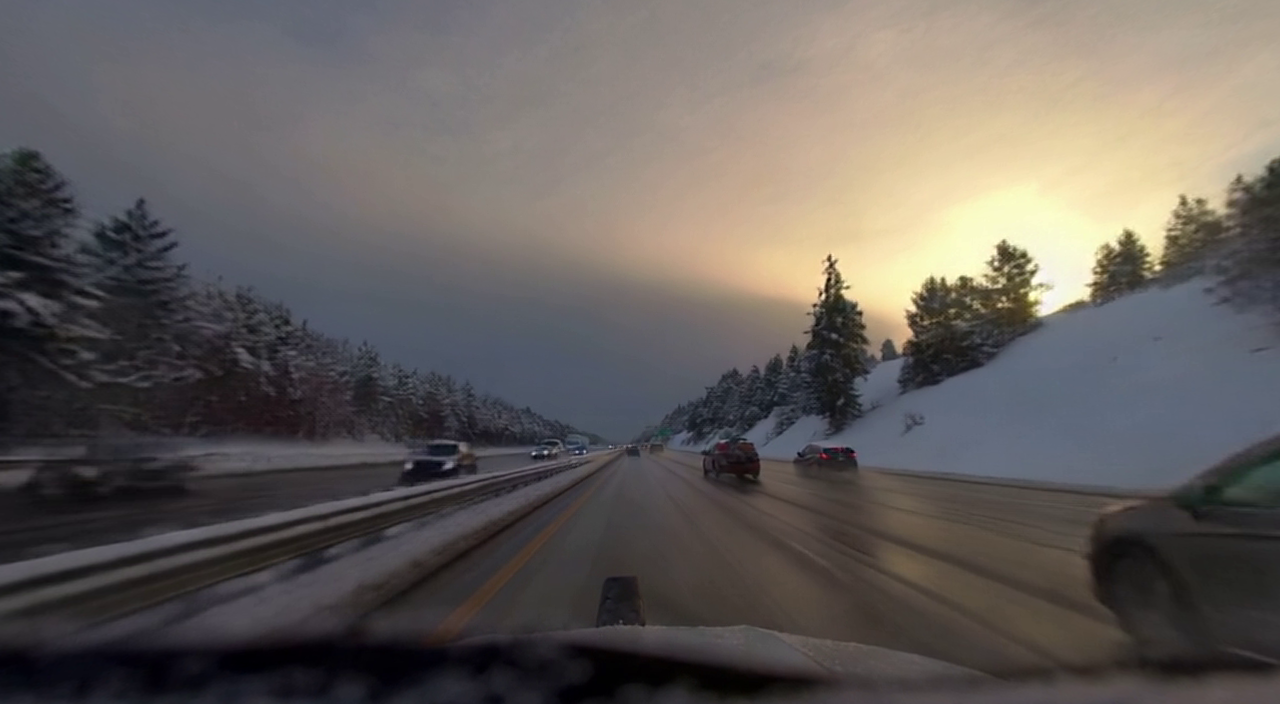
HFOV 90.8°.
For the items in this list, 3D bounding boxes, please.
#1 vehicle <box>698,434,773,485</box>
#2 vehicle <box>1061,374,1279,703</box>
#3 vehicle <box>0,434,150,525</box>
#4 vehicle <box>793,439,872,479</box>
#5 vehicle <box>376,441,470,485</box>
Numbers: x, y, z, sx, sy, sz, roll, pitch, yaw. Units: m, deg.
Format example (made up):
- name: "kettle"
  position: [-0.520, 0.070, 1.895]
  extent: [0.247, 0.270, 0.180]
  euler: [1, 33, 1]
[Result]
- name: "vehicle"
  position: [3.554, 4.115, 24.410]
  extent: [2.070, 1.751, 4.576]
  euler: [0, -9, -1]
- name: "vehicle"
  position: [3.625, 0.769, 1.736]
  extent: [2.023, 1.603, 4.159]
  euler: [0, -9, 0]
- name: "vehicle"
  position: [-11.734, 2.273, 11.403]
  extent: [1.898, 1.506, 4.812]
  euler: [0, -9, -1]
- name: "vehicle"
  position: [8.548, 4.771, 28.442]
  extent: [2.018, 1.636, 4.510]
  euler: [0, -9, -1]
- name: "vehicle"
  position: [-8.154, 4.204, 24.231]
  extent: [2.021, 1.518, 4.663]
  euler: [0, -9, -1]
